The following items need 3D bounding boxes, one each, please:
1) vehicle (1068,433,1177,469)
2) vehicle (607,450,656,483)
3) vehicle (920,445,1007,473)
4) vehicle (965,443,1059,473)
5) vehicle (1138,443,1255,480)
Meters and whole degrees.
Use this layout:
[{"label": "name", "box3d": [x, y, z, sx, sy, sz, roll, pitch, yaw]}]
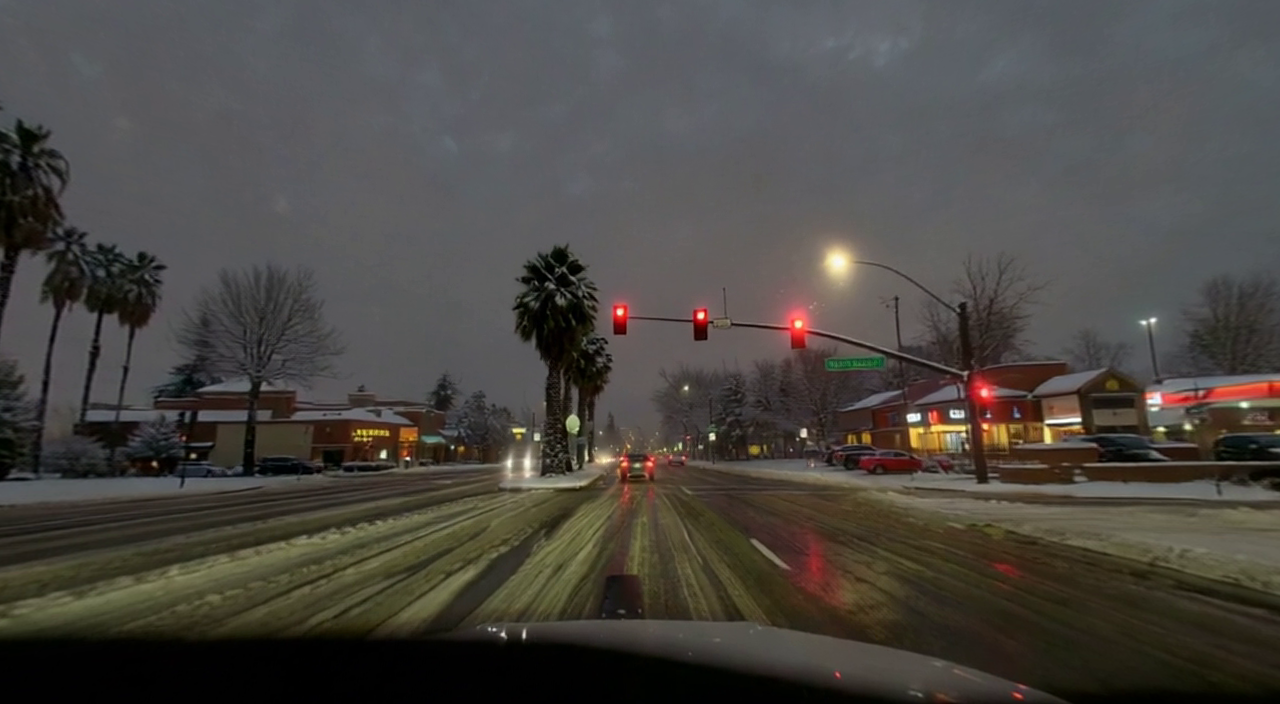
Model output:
[{"label": "vehicle", "box3d": [24.361, 5.030, 32.007, 3.783, 1.560, 1.853, -4, -10, 9]}, {"label": "vehicle", "box3d": [-0.458, 5.700, 31.671, 2.270, 1.475, 4.571, 0, -9, -2]}, {"label": "vehicle", "box3d": [18.327, 6.062, 35.942, 3.962, 1.529, 1.867, -1, -9, 9]}, {"label": "vehicle", "box3d": [19.403, 5.521, 33.145, 3.833, 1.495, 1.892, -3, -9, 16]}, {"label": "vehicle", "box3d": [24.096, 4.734, 27.537, 1.738, 1.462, 3.609, 0, -9, 0]}]
